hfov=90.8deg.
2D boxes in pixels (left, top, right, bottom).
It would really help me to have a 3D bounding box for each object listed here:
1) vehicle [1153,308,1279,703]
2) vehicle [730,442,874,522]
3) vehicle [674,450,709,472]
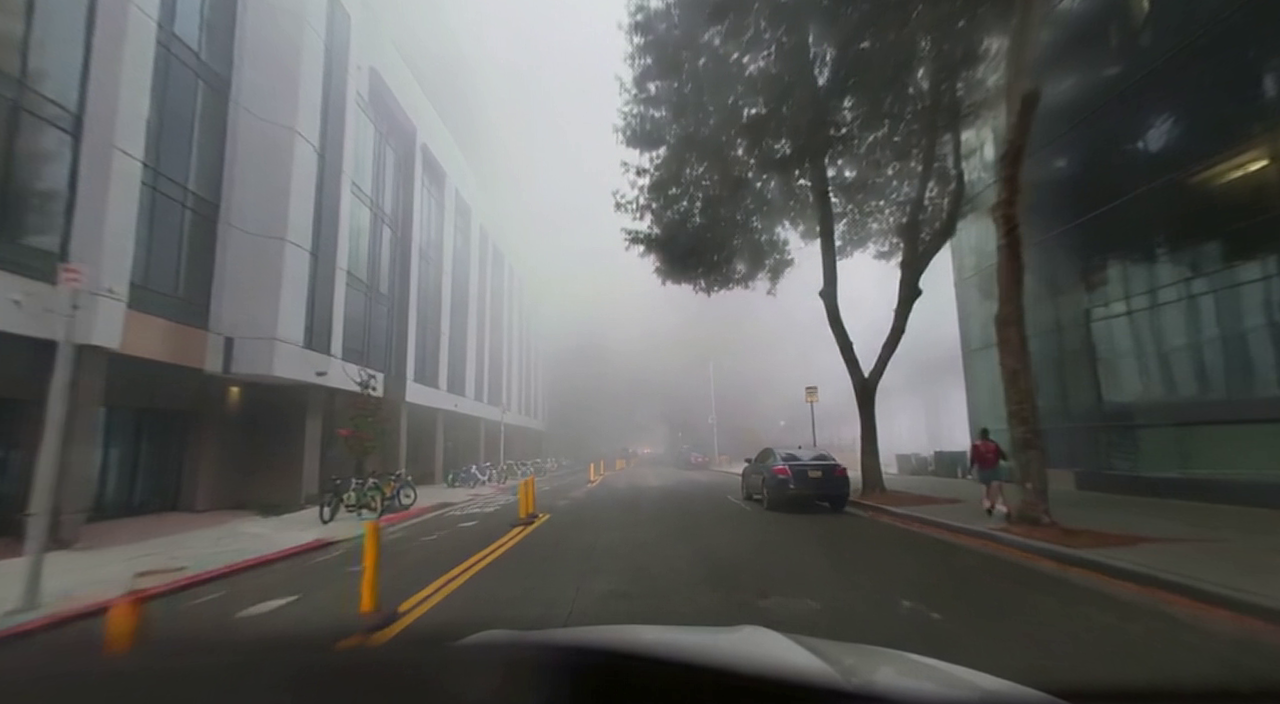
[{"bbox_3d":[3.729,0.466,0.712,2.180,1.869,4.736,-1,-9,-1],"label":"vehicle"},{"bbox_3d":[3.389,2.819,14.341,1.963,1.445,4.948,-1,-9,0],"label":"vehicle"},{"bbox_3d":[3.629,7.723,44.959,2.020,1.448,4.220,-1,-9,-1],"label":"vehicle"}]
